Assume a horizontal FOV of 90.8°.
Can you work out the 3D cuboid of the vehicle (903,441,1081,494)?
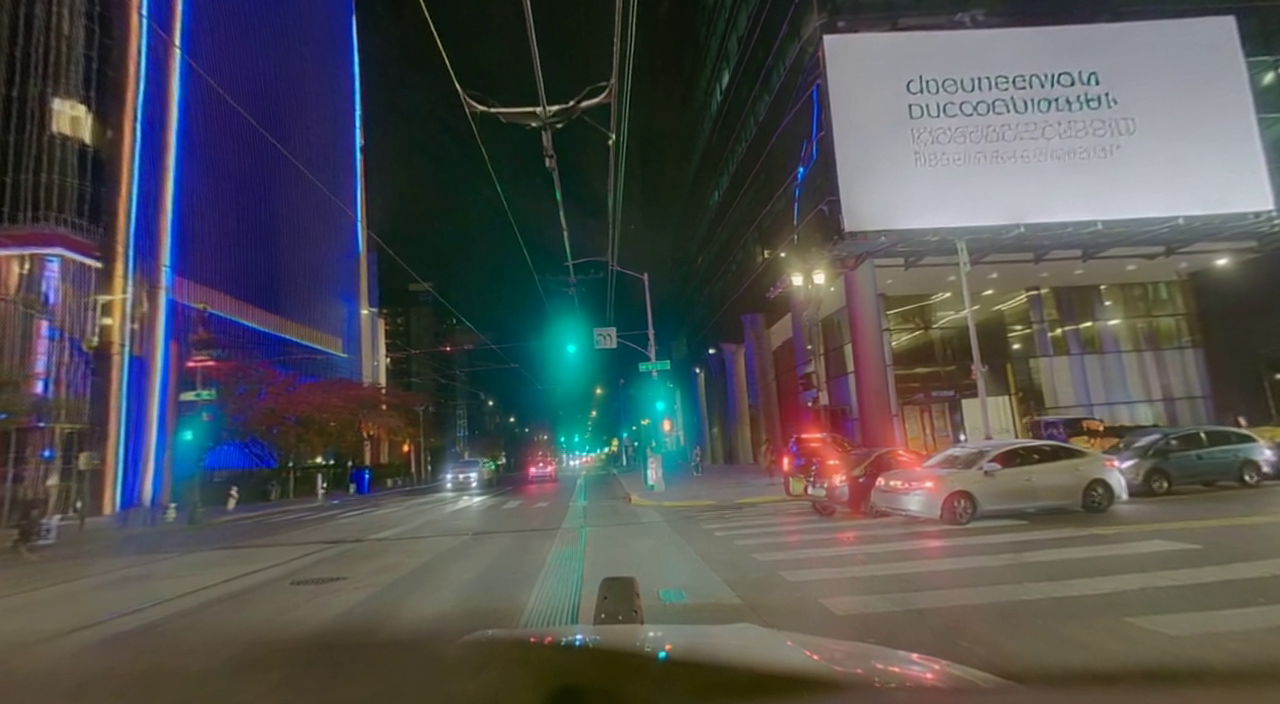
[{"bbox_3d":[10.958,3.586,19.844,4.697,1.510,1.596,0,-9,-6],"label":"vehicle"}]

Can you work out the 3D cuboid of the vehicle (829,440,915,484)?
[{"bbox_3d":[9.459,4.548,26.123,1.856,1.627,4.098,1,-10,-2],"label":"vehicle"}]

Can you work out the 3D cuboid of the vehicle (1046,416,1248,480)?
[{"bbox_3d":[16.311,3.119,20.494,4.944,1.946,1.952,1,-8,-4],"label":"vehicle"}]

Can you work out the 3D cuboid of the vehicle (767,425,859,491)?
[{"bbox_3d":[6.898,4.225,25.817,2.316,2.425,4.466,1,-7,-3],"label":"vehicle"}]

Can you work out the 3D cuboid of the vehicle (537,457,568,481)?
[{"bbox_3d":[-5.935,7.990,43.315,1.797,1.490,4.549,0,-9,-4],"label":"vehicle"}]

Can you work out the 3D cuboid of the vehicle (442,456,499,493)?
[{"bbox_3d":[-9.306,6.718,35.075,2.121,1.792,4.510,0,-9,-3],"label":"vehicle"}]
